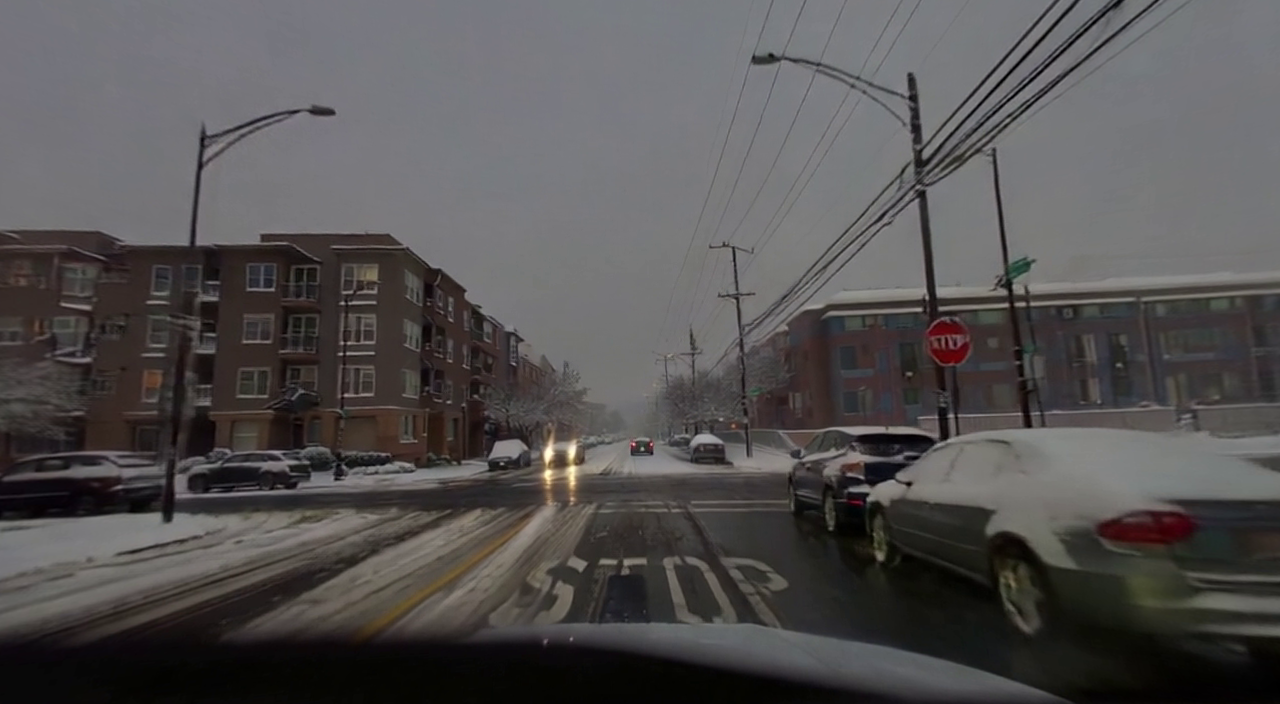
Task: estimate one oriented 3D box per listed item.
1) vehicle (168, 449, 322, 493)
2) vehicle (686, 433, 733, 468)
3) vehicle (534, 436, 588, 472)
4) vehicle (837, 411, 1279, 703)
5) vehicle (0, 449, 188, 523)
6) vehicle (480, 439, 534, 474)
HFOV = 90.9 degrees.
[{"bbox_3d":[-17.182,5.168,27.598,5.354,1.773,1.991,0,-9,0],"label":"vehicle"},{"bbox_3d":[3.858,5.588,35.826,2.164,1.721,4.416,-4,-9,1],"label":"vehicle"},{"bbox_3d":[-4.211,5.536,34.384,2.201,1.801,4.750,-1,-8,2],"label":"vehicle"},{"bbox_3d":[3.436,1.380,5.405,1.888,1.495,4.567,0,-8,-2],"label":"vehicle"},{"bbox_3d":[-16.495,3.808,18.024,5.392,1.808,2.324,-2,-9,1],"label":"vehicle"},{"bbox_3d":[-7.549,5.985,36.294,2.140,1.874,4.475,0,-8,0],"label":"vehicle"}]
